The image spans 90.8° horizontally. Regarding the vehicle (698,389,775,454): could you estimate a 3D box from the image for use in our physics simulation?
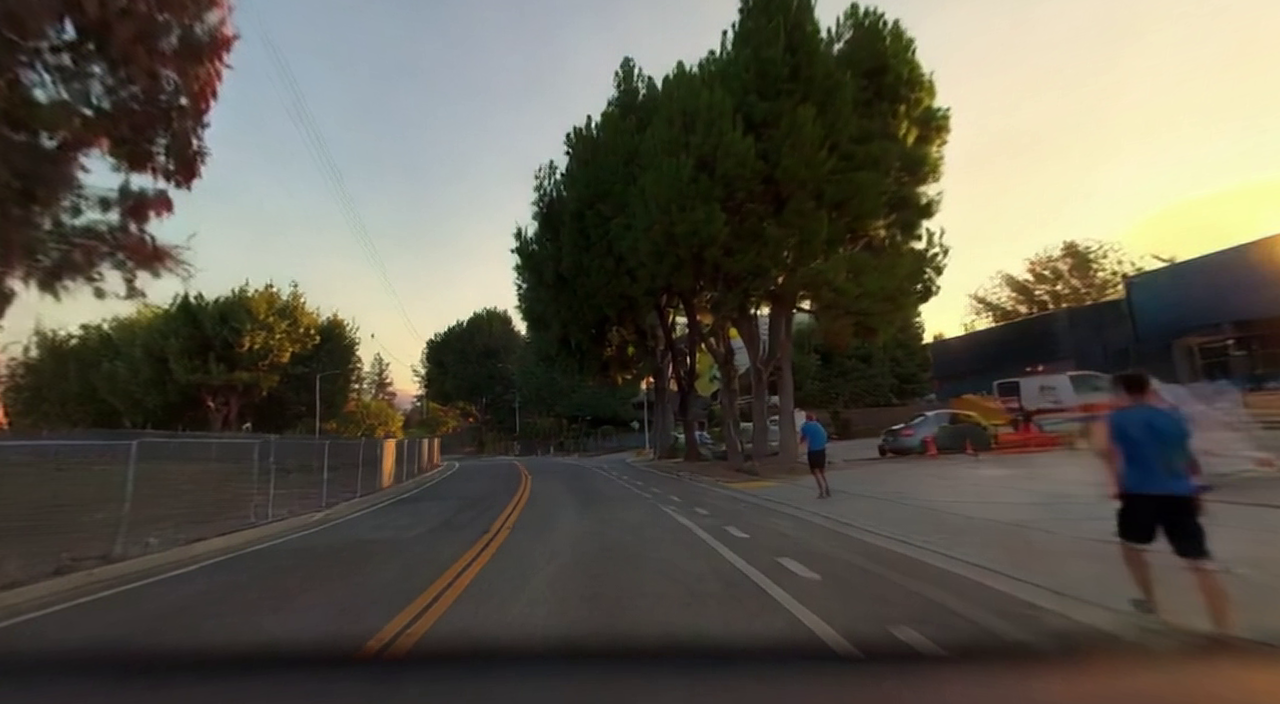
[{"bbox_3d":[5.958,4.687,41.196,2.984,3.691,10.409,0,-8,-2],"label":"vehicle"}]

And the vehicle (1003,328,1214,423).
[{"bbox_3d":[11.657,0.686,15.830,4.180,1.880,2.028,6,-7,-14],"label":"vehicle"}]

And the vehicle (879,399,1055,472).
[{"bbox_3d":[10.890,2.780,21.095,5.021,1.930,2.119,-2,-9,-20],"label":"vehicle"}]
